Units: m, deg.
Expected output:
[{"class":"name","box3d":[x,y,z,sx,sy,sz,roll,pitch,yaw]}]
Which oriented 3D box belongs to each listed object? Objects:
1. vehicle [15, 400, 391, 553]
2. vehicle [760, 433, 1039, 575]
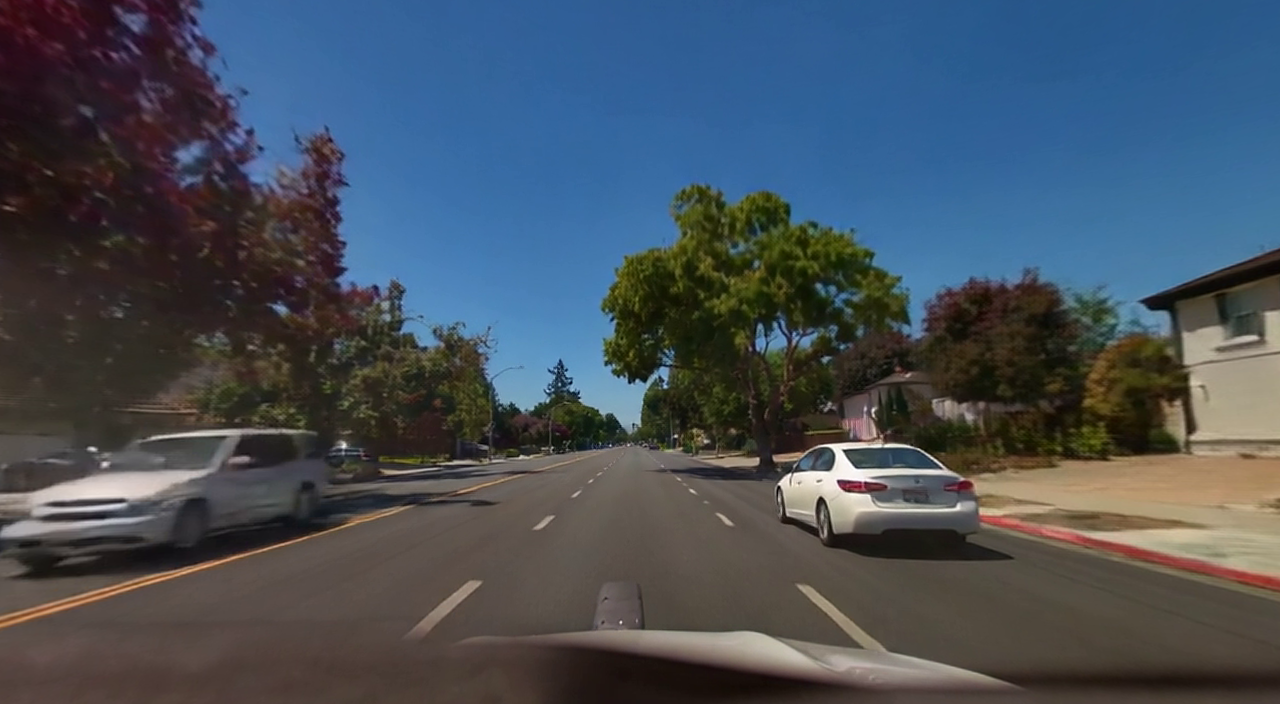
[{"class":"vehicle","box3d":[-6.966,2.096,11.462,2.334,1.985,6.274,0,-9,0]},{"class":"vehicle","box3d":[3.171,1.938,8.883,2.057,1.493,4.225,0,-9,-1]}]
